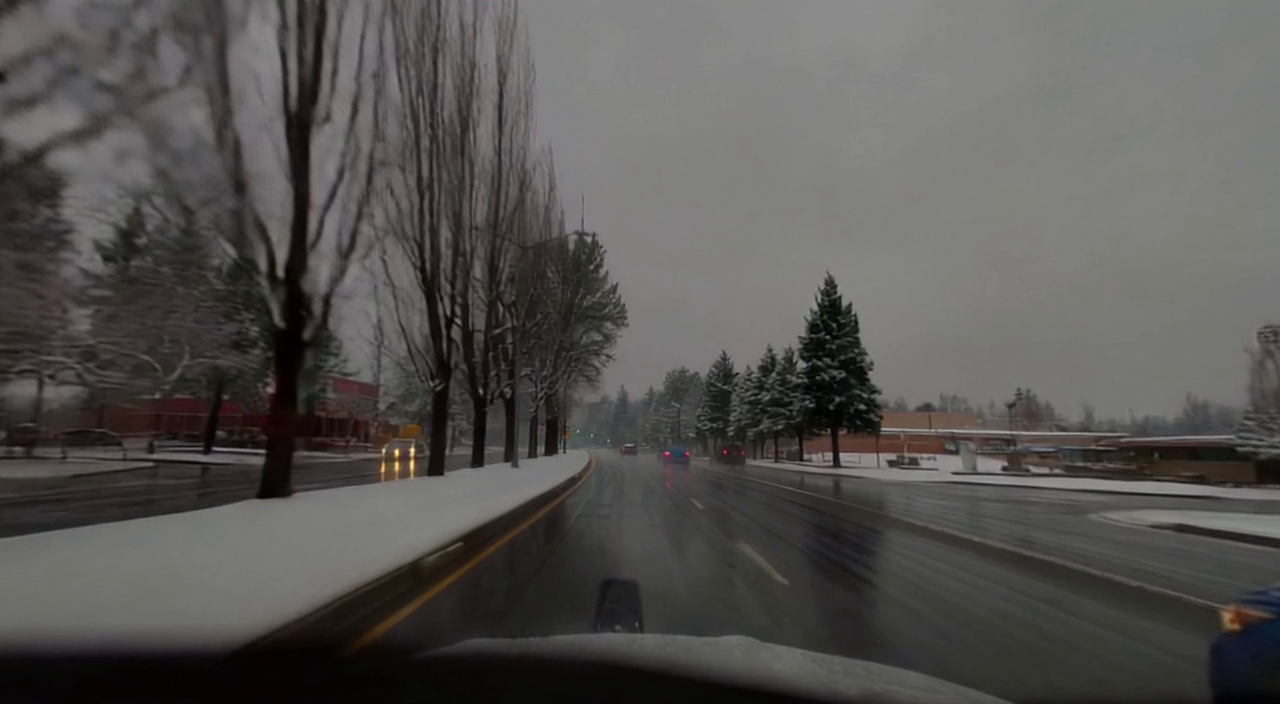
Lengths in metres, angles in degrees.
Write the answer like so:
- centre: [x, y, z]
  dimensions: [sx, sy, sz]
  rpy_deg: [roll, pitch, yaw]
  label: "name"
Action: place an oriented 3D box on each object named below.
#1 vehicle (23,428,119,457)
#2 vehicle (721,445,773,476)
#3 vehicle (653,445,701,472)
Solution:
- centre: [-35.250, 5.665, 39.225]
  dimensions: [1.913, 1.702, 4.873]
  rpy_deg: [1, -9, -8]
  label: "vehicle"
- centre: [5.723, 5.844, 34.184]
  dimensions: [1.886, 1.528, 4.169]
  rpy_deg: [1, -9, -3]
  label: "vehicle"
- centre: [2.065, 6.152, 36.543]
  dimensions: [2.256, 1.451, 4.313]
  rpy_deg: [1, -9, -3]
  label: "vehicle"
